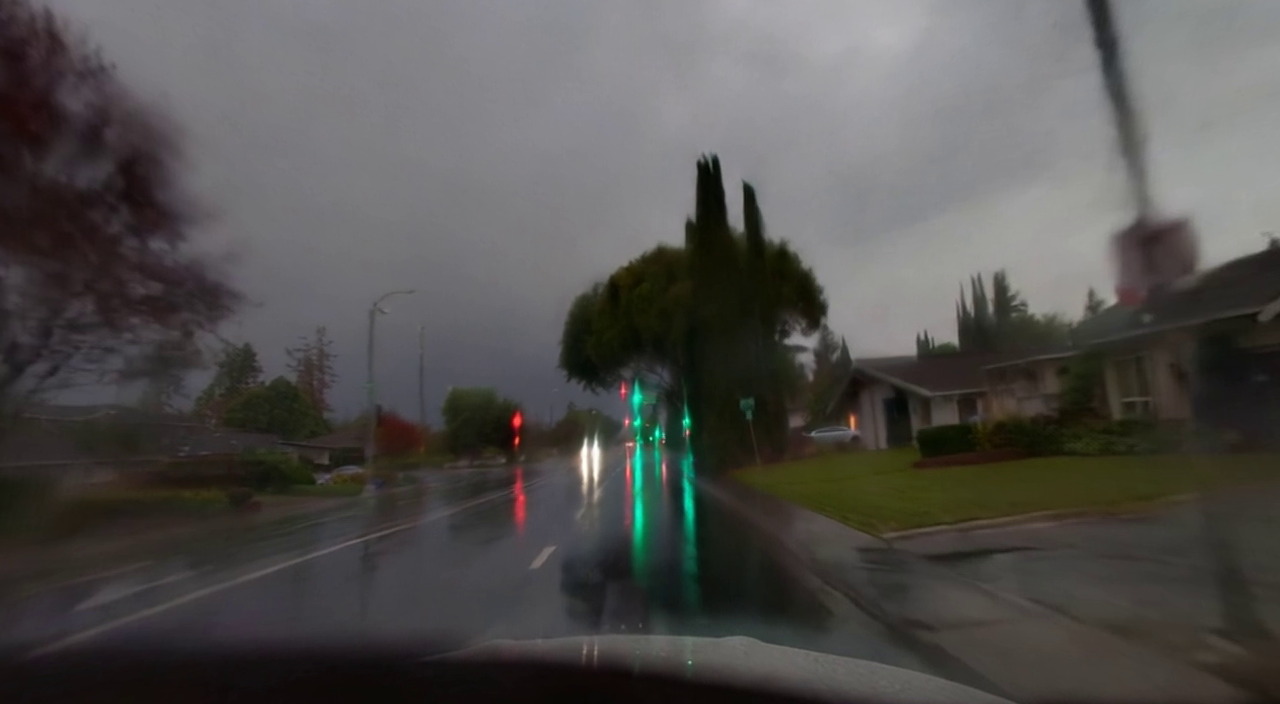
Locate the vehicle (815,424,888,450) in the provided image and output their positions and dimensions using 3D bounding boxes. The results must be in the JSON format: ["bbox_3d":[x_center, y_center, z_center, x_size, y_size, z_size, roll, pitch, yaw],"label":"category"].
[{"bbox_3d":[14.508,5.868,43.222,4.319,1.700,2.034,0,-8,1],"label":"vehicle"}]
